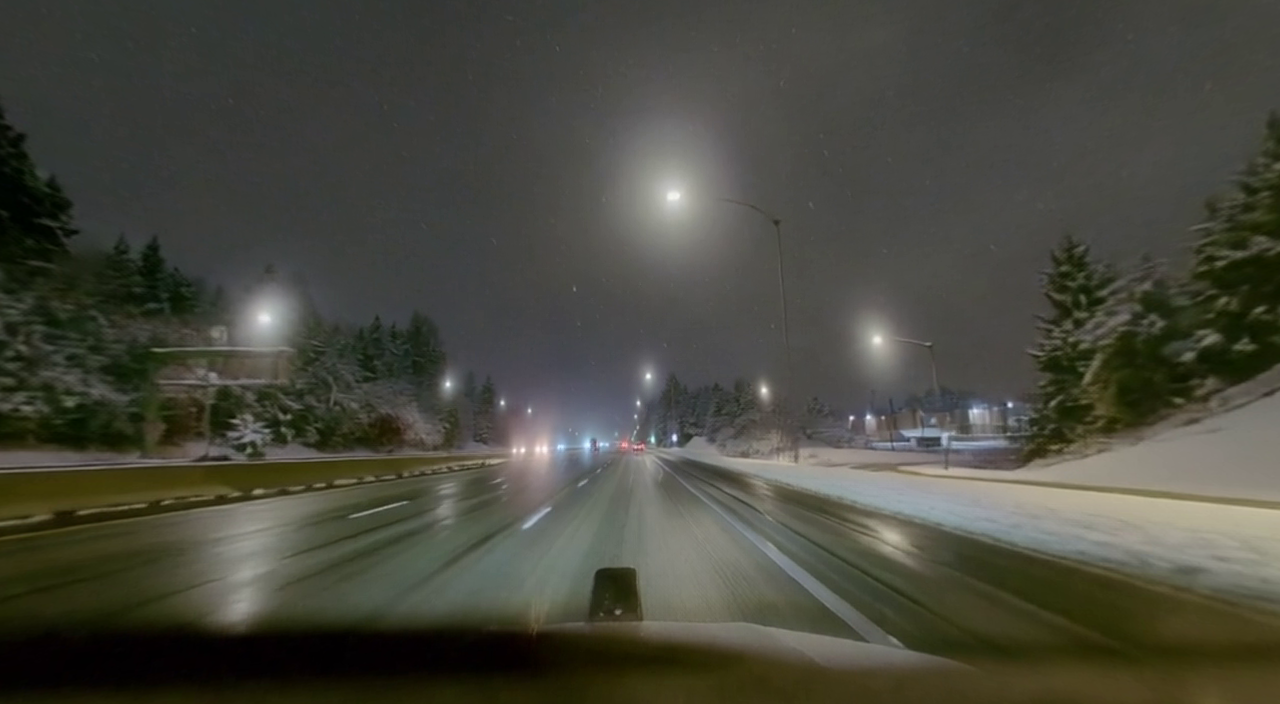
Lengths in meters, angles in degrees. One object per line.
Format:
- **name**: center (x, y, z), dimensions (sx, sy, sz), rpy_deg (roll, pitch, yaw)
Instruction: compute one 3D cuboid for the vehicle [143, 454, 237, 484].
- **vehicle**: center (-25.071, 6.507, 35.422), dimensions (1.833, 1.487, 4.643), rpy_deg (0, -8, 0)
